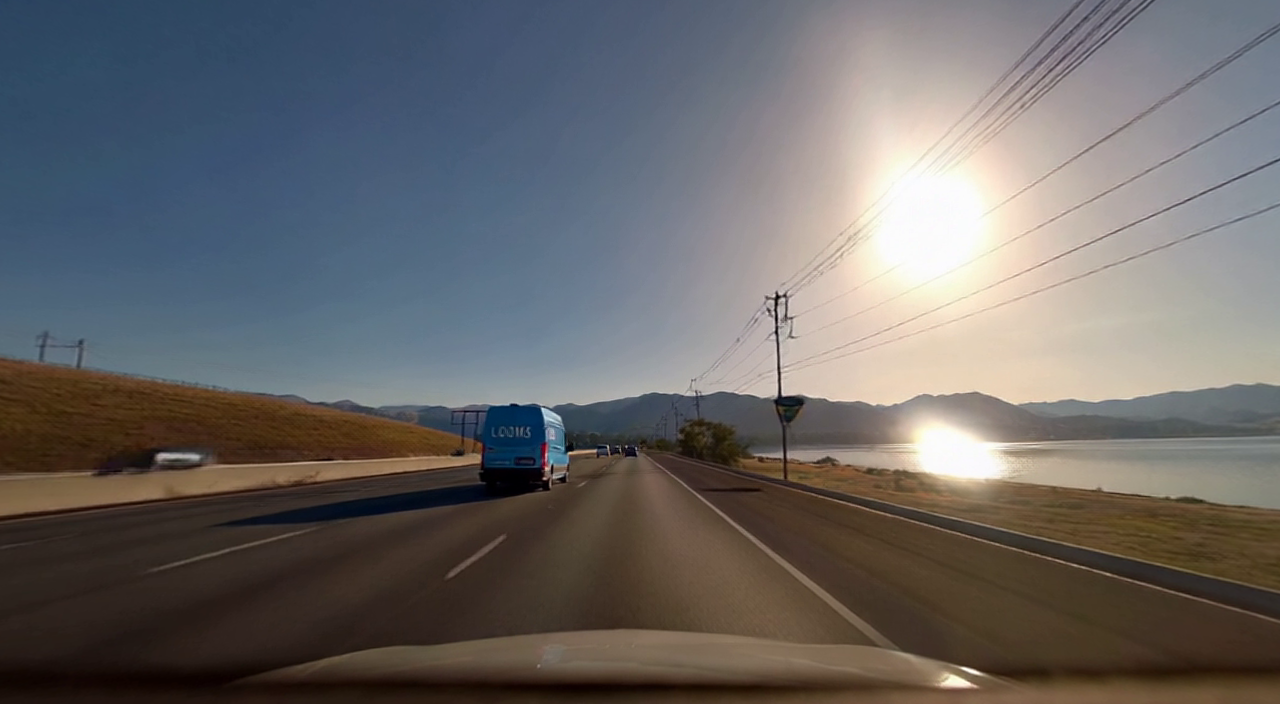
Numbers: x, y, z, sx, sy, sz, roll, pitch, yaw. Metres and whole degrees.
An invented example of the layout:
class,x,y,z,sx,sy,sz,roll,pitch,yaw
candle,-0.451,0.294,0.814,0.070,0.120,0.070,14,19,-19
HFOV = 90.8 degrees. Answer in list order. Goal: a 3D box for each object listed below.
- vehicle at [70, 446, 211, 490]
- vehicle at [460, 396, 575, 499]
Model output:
class,x,y,z,sx,sy,sz,roll,pitch,yaw
vehicle,-21.209,4.900,27.180,2.097,1.681,4.817,0,-8,0
vehicle,-3.640,3.056,20.408,2.331,2.757,6.581,0,-8,0
